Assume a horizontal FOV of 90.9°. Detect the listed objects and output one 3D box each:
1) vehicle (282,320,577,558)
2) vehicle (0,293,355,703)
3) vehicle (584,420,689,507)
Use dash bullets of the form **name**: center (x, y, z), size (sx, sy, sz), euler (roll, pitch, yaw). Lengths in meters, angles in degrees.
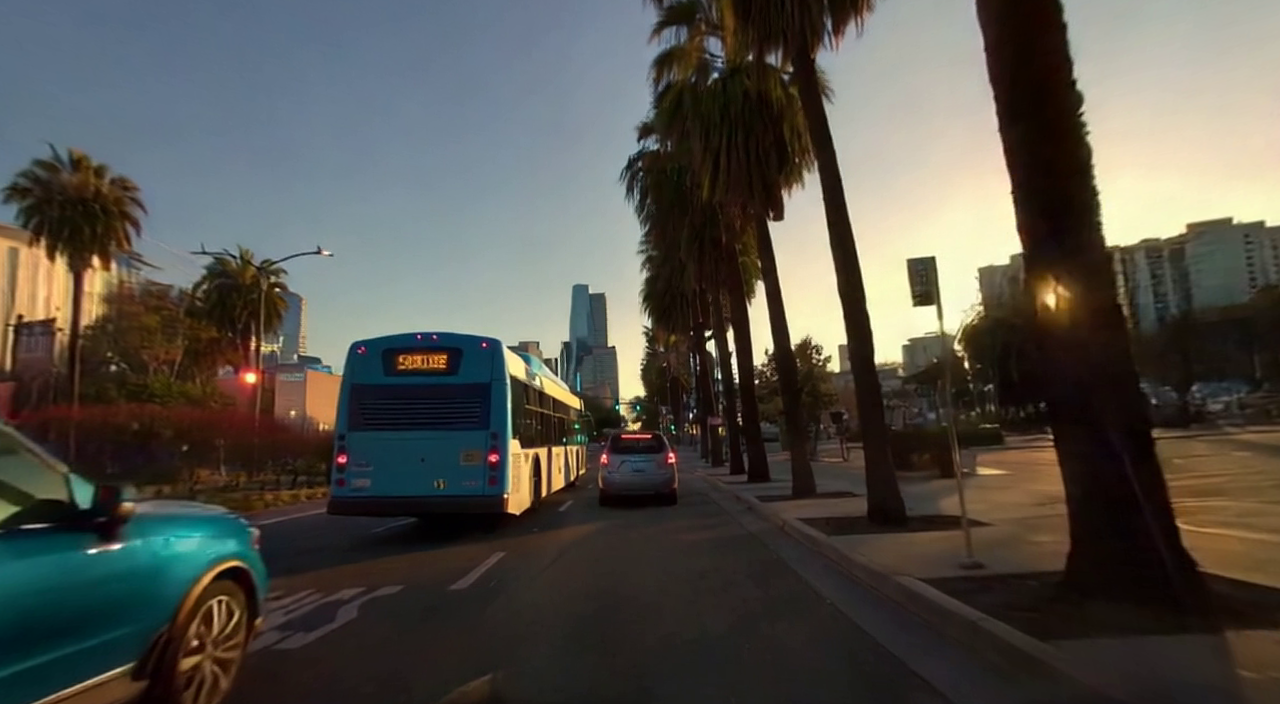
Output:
- **vehicle**: center (-3.109, 1.695, 12.334), size (2.775, 3.064, 8.297), euler (0, -8, 1)
- **vehicle**: center (-3.064, 0.739, 2.039), size (2.124, 1.799, 4.587), euler (0, -8, 0)
- **vehicle**: center (-0.070, 2.534, 14.682), size (2.120, 1.727, 3.917), euler (0, -8, 0)
